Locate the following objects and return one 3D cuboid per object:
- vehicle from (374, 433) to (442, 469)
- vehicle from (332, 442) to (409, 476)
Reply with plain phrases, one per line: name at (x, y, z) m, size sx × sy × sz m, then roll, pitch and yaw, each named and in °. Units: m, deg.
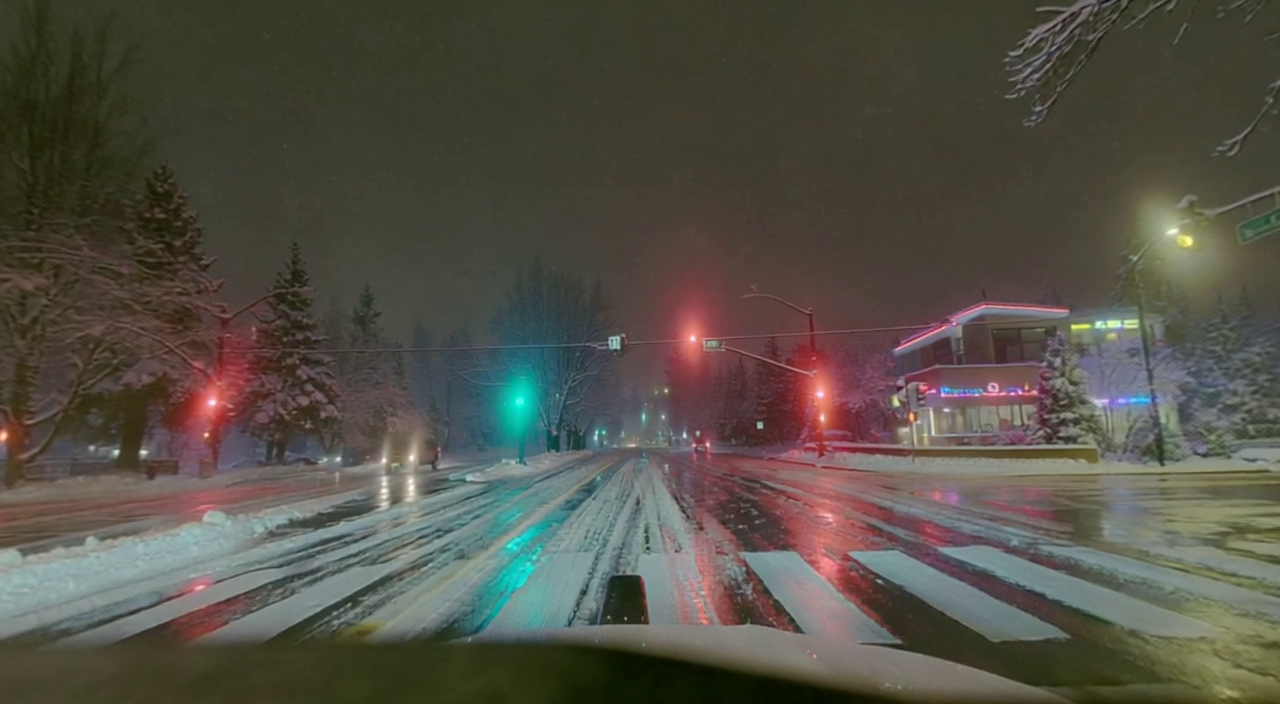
vehicle at (-17.614, 7.560, 48.215) m, size 2.557 × 2.580 × 5.856 m, roll -1°, pitch -8°, yaw 5°
vehicle at (-14.835, 5.872, 34.999) m, size 2.169 × 1.753 × 4.640 m, roll 0°, pitch -8°, yaw 1°
